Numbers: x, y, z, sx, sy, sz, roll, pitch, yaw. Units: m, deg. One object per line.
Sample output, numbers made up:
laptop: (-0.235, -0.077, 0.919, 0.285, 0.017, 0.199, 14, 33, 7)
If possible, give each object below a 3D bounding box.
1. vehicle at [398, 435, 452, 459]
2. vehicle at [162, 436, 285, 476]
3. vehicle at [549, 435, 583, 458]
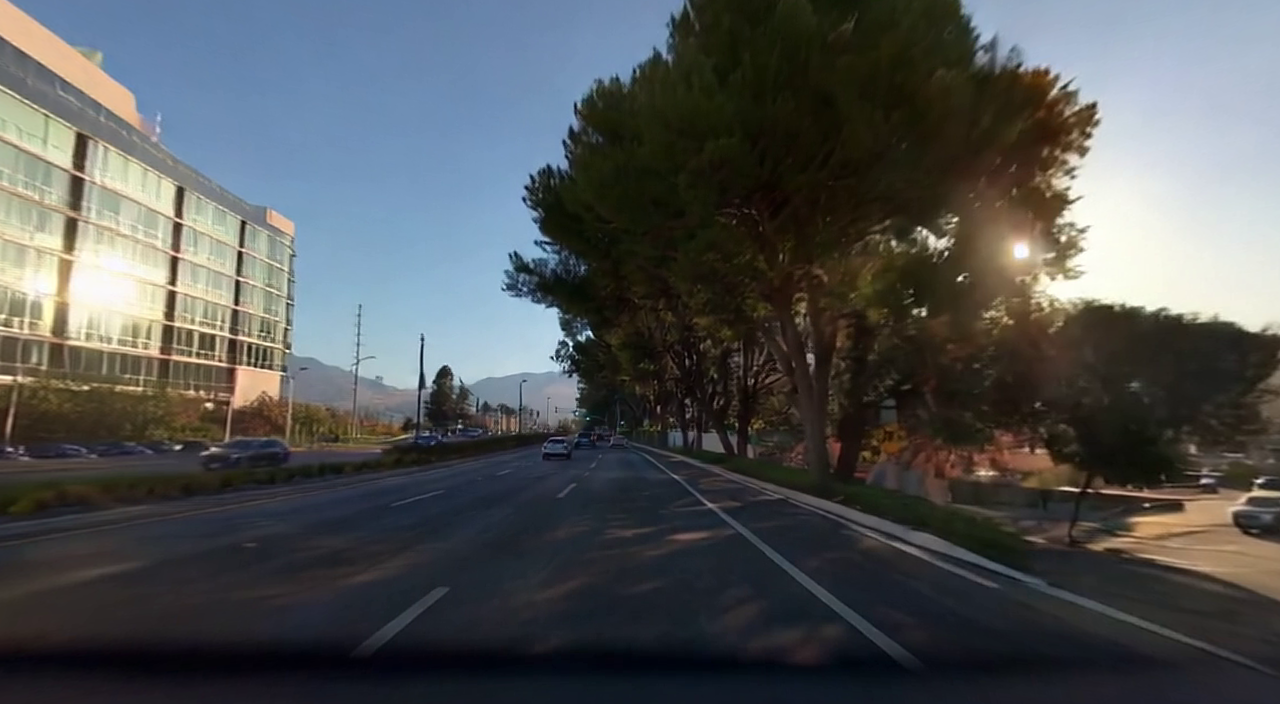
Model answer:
vehicle: (-14.676, 6.519, 43.406, 1.998, 1.488, 4.577, 0, -8, 1)
vehicle: (-17.926, 4.488, 27.509, 2.079, 1.560, 4.702, 0, -8, 1)
vehicle: (-5.183, 6.707, 44.846, 2.025, 1.474, 4.292, 0, -8, -2)
